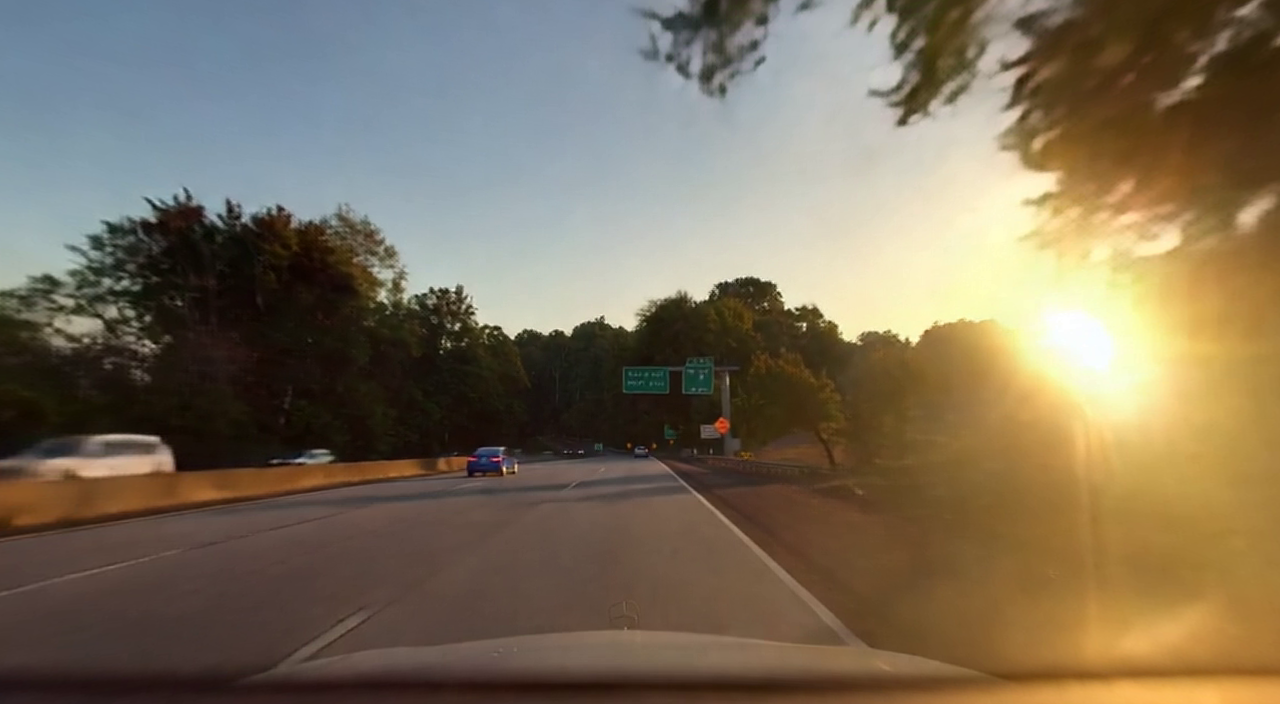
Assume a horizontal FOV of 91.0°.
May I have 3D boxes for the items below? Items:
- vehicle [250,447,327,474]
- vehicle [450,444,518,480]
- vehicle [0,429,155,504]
[{"bbox_3d":[-25.554,7.901,46.107,2.218,1.820,5.802,0,-8,1],"label":"vehicle"},{"bbox_3d":[-7.493,5.298,30.760,2.094,1.579,4.655,0,-8,1],"label":"vehicle"},{"bbox_3d":[-18.141,3.403,19.236,2.307,1.965,5.330,0,-8,1],"label":"vehicle"}]
